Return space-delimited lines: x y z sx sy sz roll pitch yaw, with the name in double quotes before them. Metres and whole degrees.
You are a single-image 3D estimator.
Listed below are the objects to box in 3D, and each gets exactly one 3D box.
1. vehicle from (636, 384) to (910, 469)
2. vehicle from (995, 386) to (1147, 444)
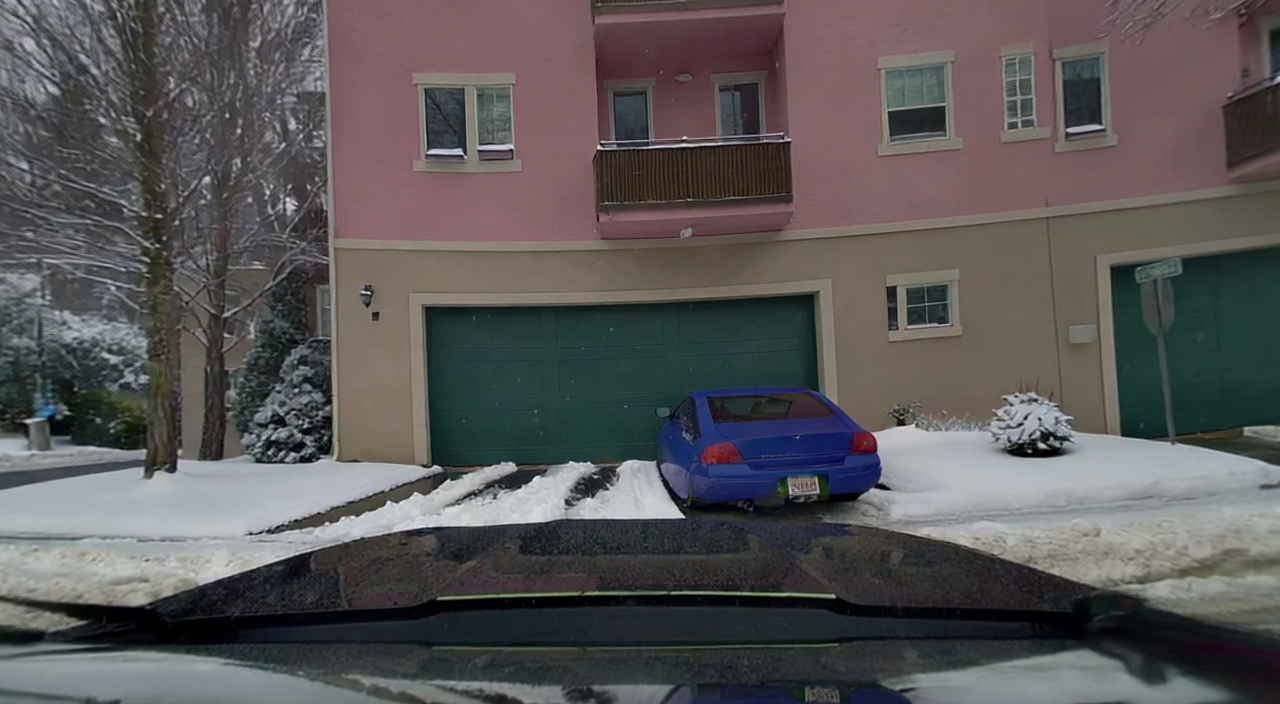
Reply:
"vehicle" 2.282 1.414 11.829 4.697 1.444 1.825 0 -8 -1
"vehicle" 15.499 2.309 22.826 3.905 1.475 2.057 -7 -6 -5
